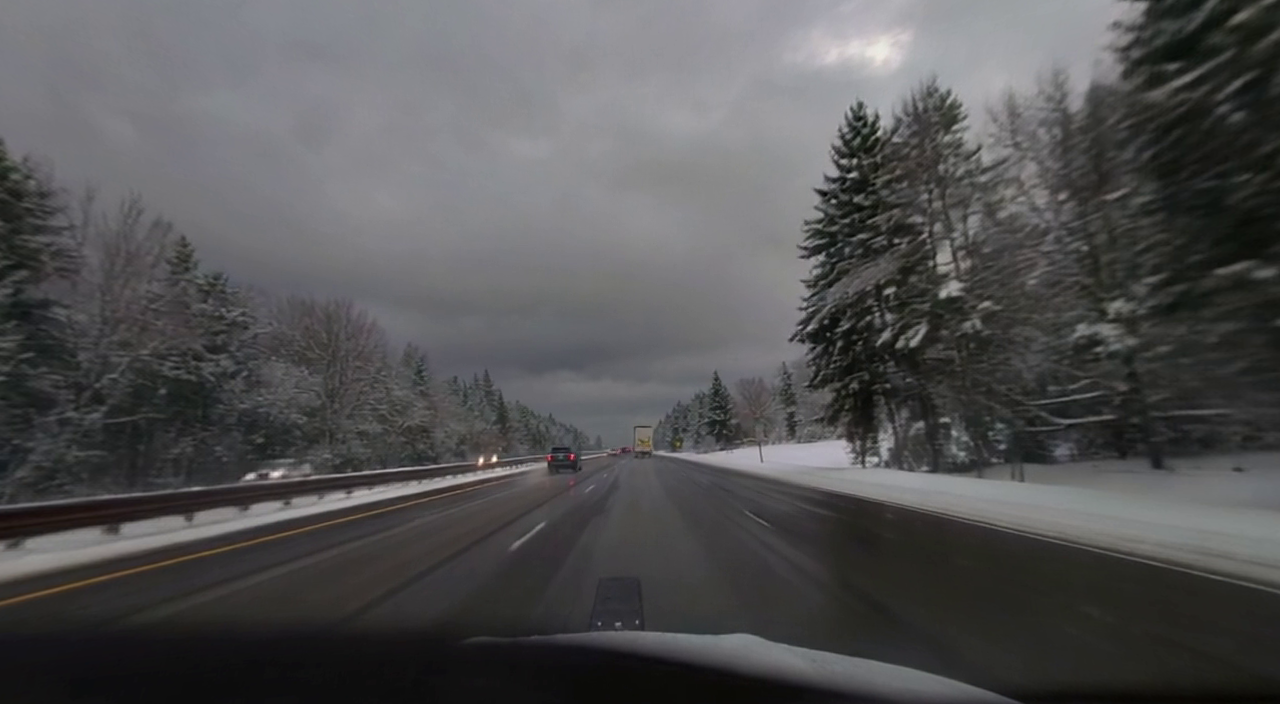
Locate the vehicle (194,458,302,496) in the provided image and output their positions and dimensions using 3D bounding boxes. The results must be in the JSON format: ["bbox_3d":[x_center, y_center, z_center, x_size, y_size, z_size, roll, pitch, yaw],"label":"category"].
[{"bbox_3d":[-16.895,5.383,27.504,1.813,1.419,4.392,-1,-9,1],"label":"vehicle"}]

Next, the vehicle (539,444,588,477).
[{"bbox_3d":[-3.824,5.508,32.177,2.018,1.548,3.849,0,-9,0],"label":"vehicle"}]
